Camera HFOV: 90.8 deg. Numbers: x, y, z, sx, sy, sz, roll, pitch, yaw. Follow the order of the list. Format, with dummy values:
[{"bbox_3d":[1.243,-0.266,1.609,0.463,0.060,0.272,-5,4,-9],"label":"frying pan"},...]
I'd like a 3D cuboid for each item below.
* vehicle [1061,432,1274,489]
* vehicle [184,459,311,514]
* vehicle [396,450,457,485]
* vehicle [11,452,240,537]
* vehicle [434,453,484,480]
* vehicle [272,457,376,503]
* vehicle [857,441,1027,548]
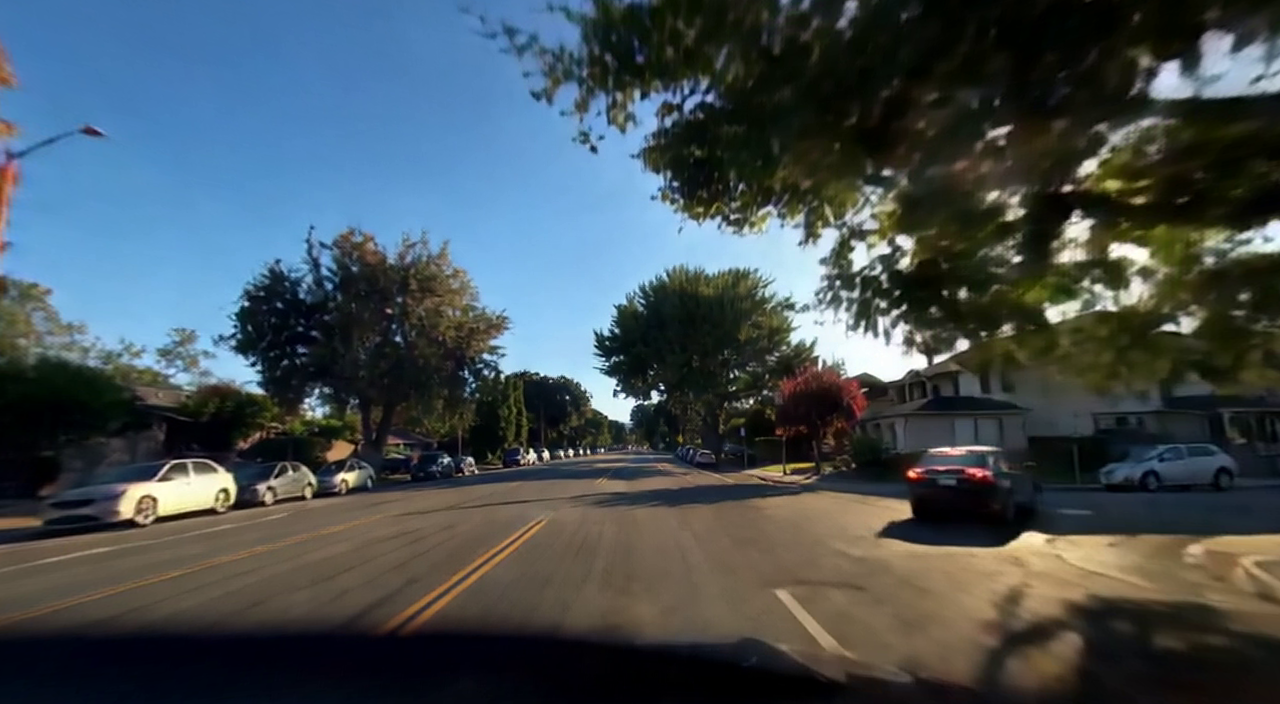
[{"bbox_3d":[18.195,3.768,22.047,5.369,1.857,2.174,0,-9,1],"label":"vehicle"},{"bbox_3d":[-12.373,4.234,20.244,1.676,1.496,3.804,0,-9,-1],"label":"vehicle"},{"bbox_3d":[-12.425,6.694,36.986,1.988,1.741,4.379,-5,-9,0],"label":"vehicle"},{"bbox_3d":[-12.353,3.384,15.652,1.938,1.754,4.315,0,-9,1],"label":"vehicle"},{"bbox_3d":[-11.898,7.505,41.778,1.872,1.472,4.719,-4,-9,0],"label":"vehicle"},{"bbox_3d":[-12.264,4.952,24.908,1.795,1.472,4.601,-3,-9,-1],"label":"vehicle"},{"bbox_3d":[5.537,2.349,11.248,2.022,1.471,4.432,-6,-10,33],"label":"vehicle"}]
